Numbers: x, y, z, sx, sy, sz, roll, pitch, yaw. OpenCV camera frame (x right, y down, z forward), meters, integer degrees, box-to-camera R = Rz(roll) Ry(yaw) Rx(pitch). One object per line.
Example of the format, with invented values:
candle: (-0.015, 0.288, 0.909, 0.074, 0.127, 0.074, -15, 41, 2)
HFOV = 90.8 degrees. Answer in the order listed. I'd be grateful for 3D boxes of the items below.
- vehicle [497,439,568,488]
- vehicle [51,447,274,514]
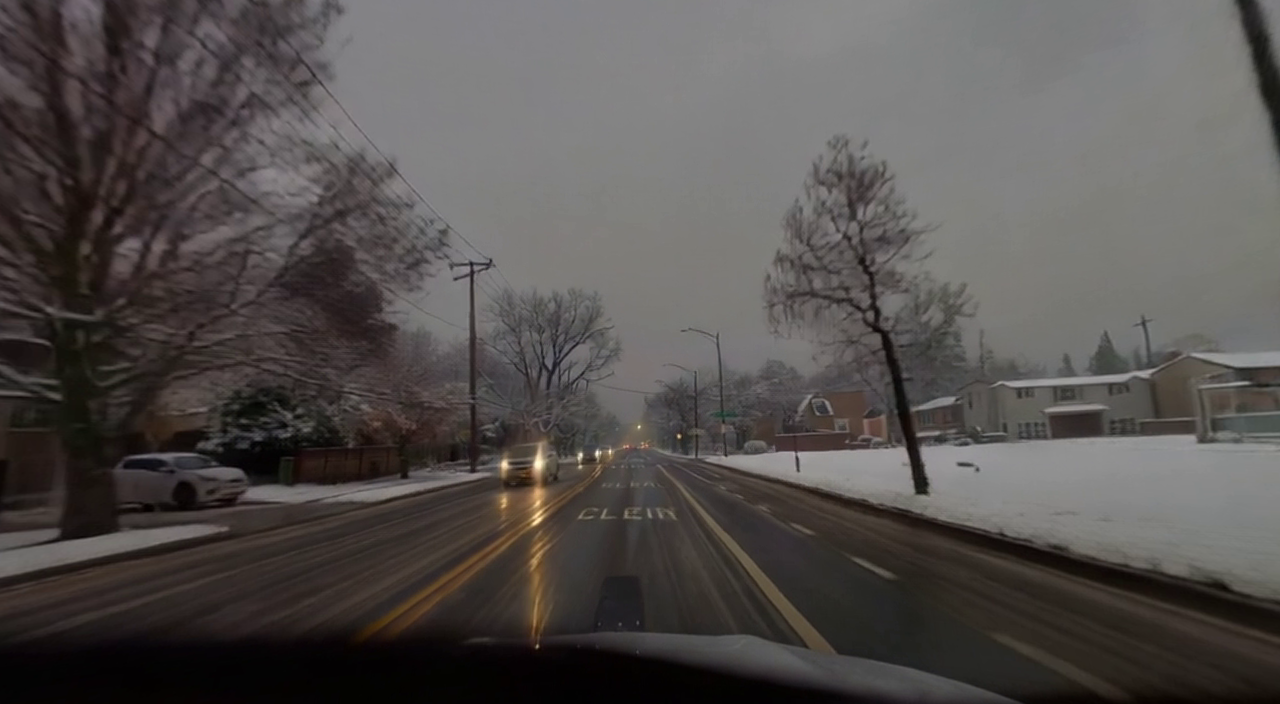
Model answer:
vehicle: (-4.155, 4.360, 25.166, 2.055, 1.757, 4.494, 0, -8, 0)
vehicle: (-13.744, 3.697, 18.472, 4.607, 1.772, 2.261, 0, -8, -1)
